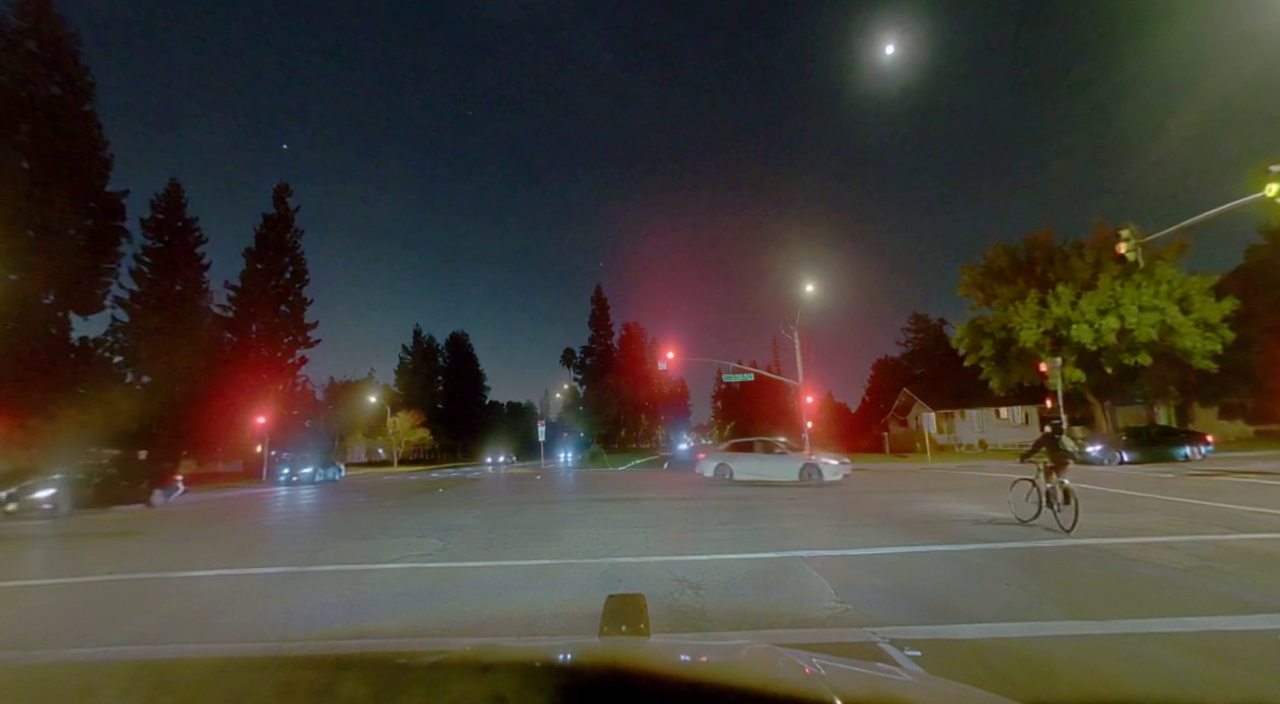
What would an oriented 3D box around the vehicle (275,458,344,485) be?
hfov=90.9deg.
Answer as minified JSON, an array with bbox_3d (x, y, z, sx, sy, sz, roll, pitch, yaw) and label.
[{"bbox_3d":[-19.595,7.078,37.631,1.810,1.393,4.423,0,-9,-2],"label":"vehicle"}]

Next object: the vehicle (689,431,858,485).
[{"bbox_3d":[4.127,3.281,19.621,4.749,1.496,2.017,-4,-10,25],"label":"vehicle"}]

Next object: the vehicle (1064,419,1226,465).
[{"bbox_3d":[17.320,3.104,21.771,3.969,1.493,1.823,0,-9,1],"label":"vehicle"}]

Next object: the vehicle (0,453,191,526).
[{"bbox_3d":[-13.729,3.282,15.626,1.973,1.511,4.299,0,-9,1],"label":"vehicle"}]
